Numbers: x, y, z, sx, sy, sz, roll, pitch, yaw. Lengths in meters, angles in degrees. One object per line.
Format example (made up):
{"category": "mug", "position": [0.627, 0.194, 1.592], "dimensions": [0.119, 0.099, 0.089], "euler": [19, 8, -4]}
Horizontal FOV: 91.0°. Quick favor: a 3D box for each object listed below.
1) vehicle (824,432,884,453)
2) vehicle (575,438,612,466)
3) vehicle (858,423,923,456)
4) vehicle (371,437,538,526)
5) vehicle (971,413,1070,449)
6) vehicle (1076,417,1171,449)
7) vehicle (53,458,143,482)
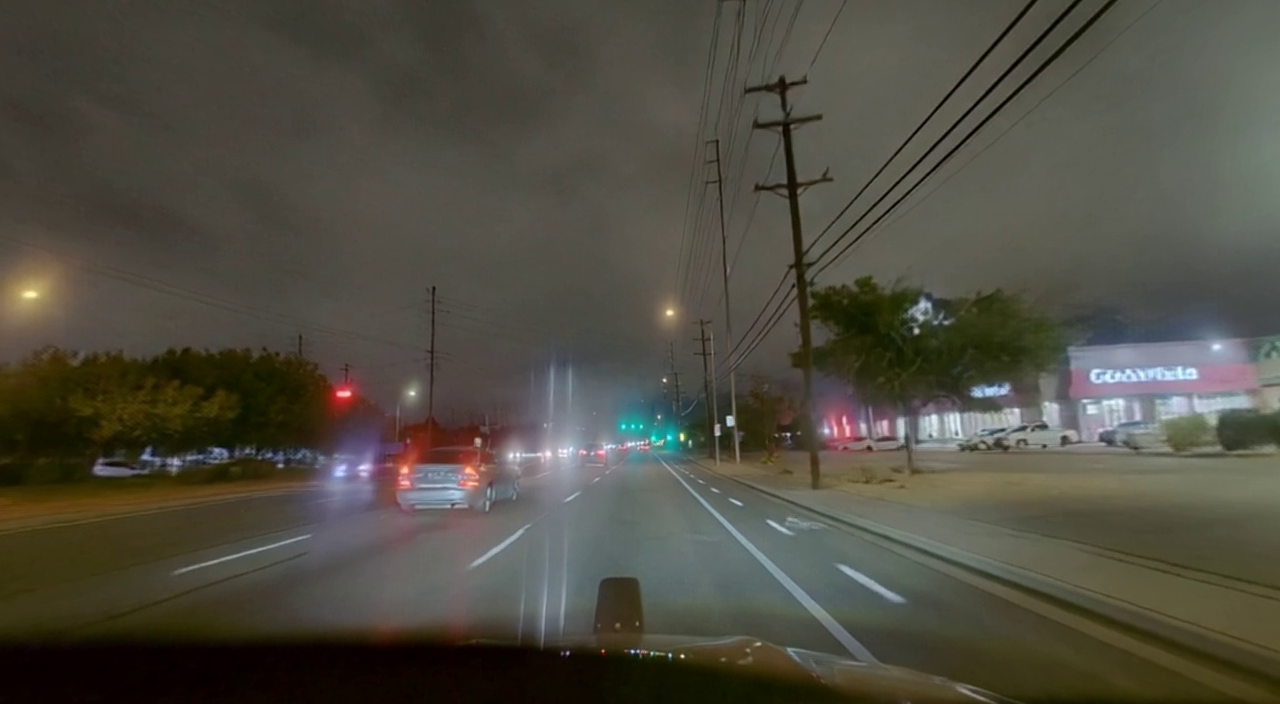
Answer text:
{"category": "vehicle", "position": [16.770, 7.120, 49.317], "dimensions": [4.497, 1.548, 1.997], "euler": [6, -10, -31]}
{"category": "vehicle", "position": [-3.116, 6.777, 42.776], "dimensions": [2.087, 1.736, 4.311], "euler": [0, -9, 1]}
{"category": "vehicle", "position": [16.987, 5.907, 42.634], "dimensions": [4.319, 1.812, 2.020], "euler": [2, -10, -39]}
{"category": "vehicle", "position": [-3.494, 2.513, 12.866], "dimensions": [1.942, 1.469, 4.426], "euler": [0, -9, 2]}
{"category": "vehicle", "position": [22.783, 4.825, 38.058], "dimensions": [2.266, 1.951, 5.849], "euler": [1, -8, -1]}
{"category": "vehicle", "position": [28.854, 4.898, 37.755], "dimensions": [1.985, 1.739, 4.397], "euler": [1, -8, -4]}
{"category": "vehicle", "position": [-40.251, 8.763, 46.868], "dimensions": [4.560, 1.649, 2.040], "euler": [1, -9, -6]}
